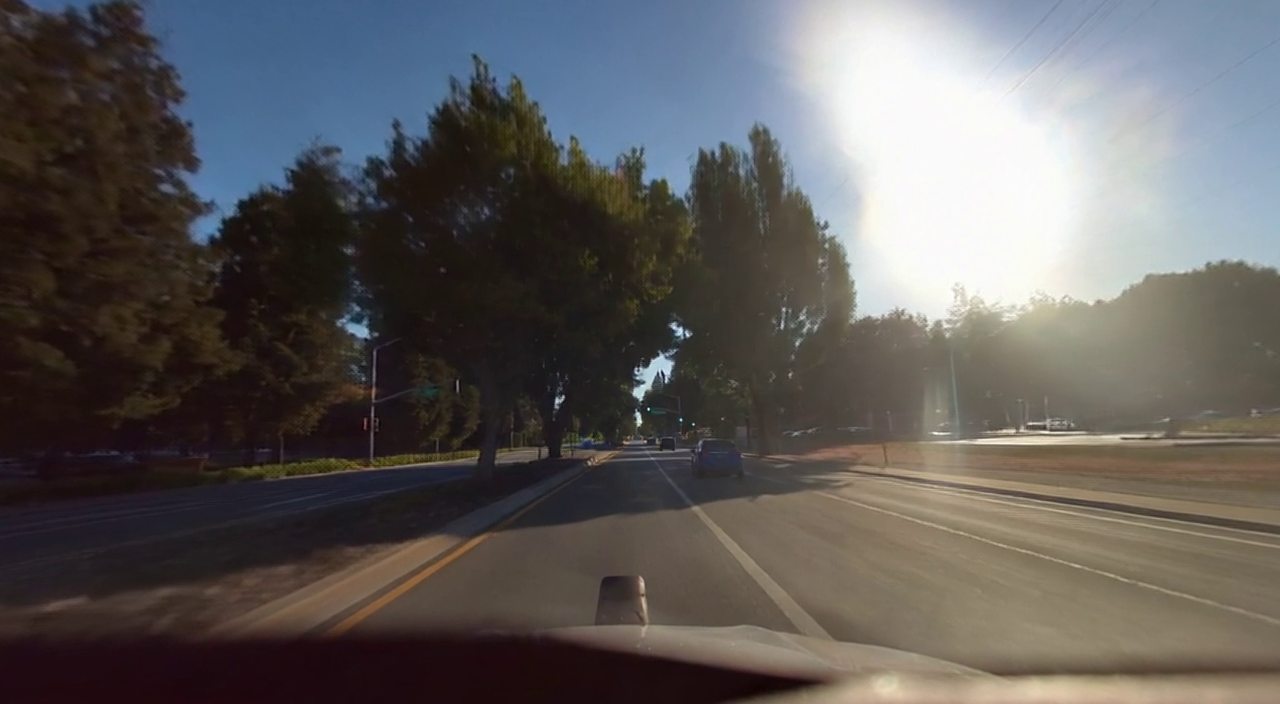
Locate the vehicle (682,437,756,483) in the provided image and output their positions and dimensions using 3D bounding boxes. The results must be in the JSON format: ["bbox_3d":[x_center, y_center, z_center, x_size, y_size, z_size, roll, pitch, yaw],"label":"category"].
[{"bbox_3d":[2.721,3.858,22.862,2.056,1.483,4.091,0,-8,-1],"label":"vehicle"}]
